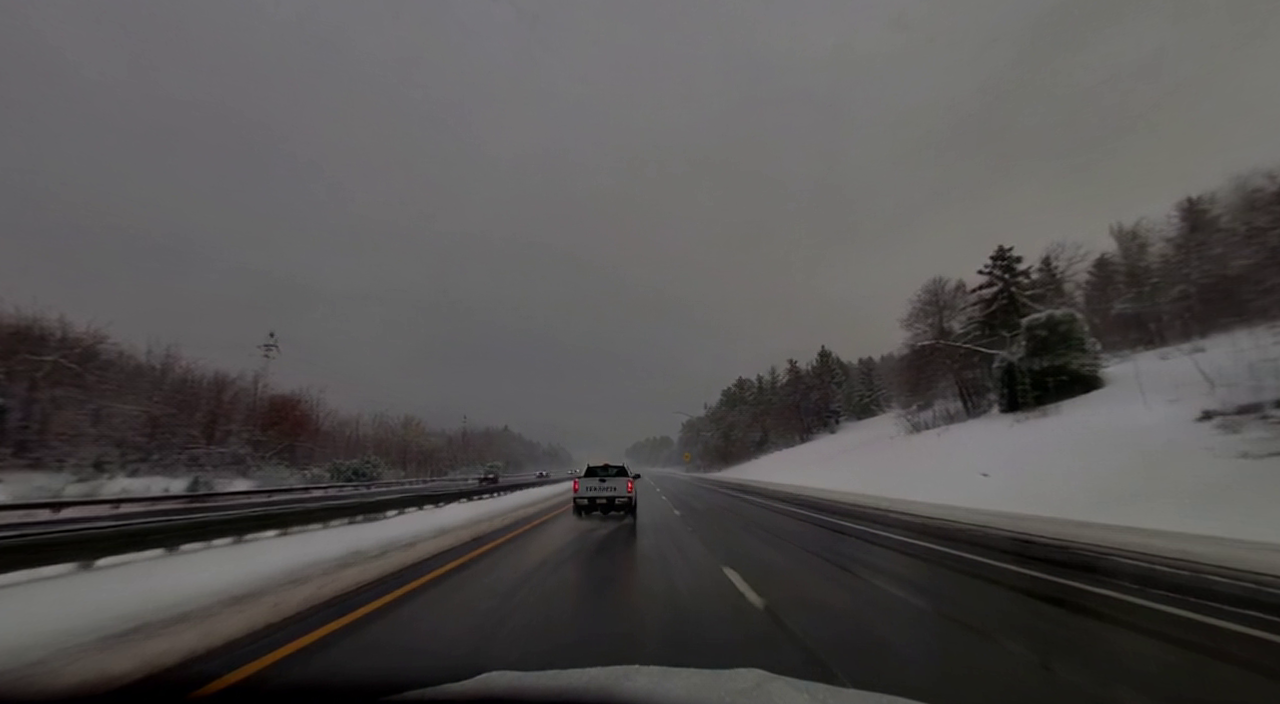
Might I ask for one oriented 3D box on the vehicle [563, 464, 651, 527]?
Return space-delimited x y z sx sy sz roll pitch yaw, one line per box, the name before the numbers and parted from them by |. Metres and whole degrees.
vehicle | -0.804 3.988 18.009 2.135 1.506 5.041 1 -10 0
